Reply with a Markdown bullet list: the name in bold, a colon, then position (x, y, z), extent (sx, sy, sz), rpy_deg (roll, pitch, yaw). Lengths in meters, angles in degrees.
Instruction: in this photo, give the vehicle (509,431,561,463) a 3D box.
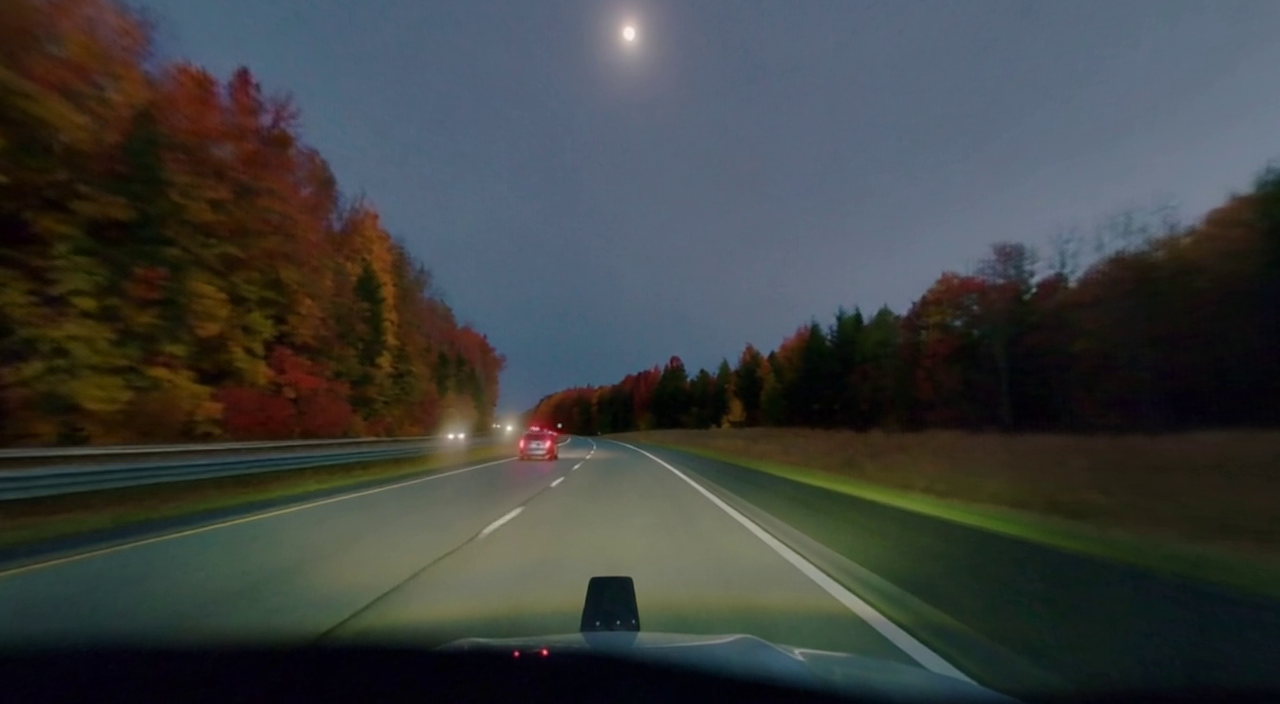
- **vehicle**: position (-5.370, 4.930, 32.778), extent (2.073, 1.559, 4.393), rpy_deg (0, -8, -2)
